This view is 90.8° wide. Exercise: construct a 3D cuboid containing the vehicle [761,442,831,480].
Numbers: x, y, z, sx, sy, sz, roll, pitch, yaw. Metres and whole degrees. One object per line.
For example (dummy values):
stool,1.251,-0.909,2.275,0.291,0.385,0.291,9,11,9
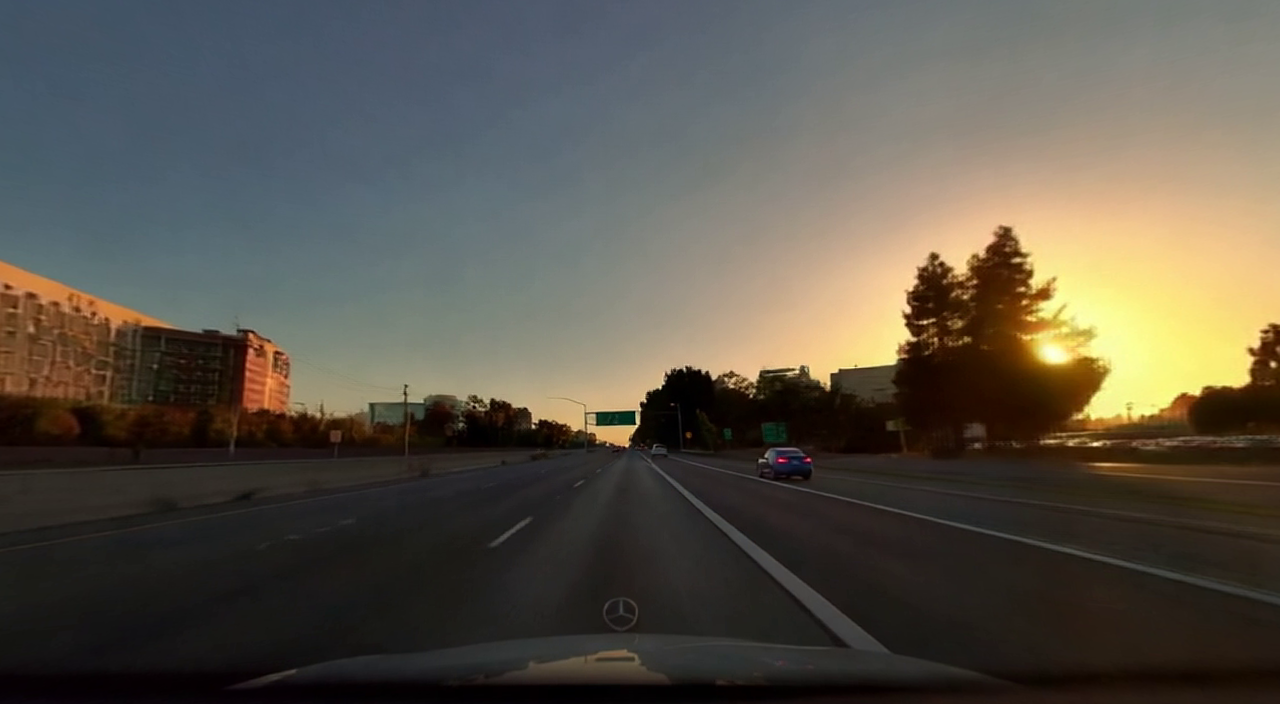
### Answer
vehicle,6.801,4.769,28.025,1.958,1.498,4.447,0,-8,0
